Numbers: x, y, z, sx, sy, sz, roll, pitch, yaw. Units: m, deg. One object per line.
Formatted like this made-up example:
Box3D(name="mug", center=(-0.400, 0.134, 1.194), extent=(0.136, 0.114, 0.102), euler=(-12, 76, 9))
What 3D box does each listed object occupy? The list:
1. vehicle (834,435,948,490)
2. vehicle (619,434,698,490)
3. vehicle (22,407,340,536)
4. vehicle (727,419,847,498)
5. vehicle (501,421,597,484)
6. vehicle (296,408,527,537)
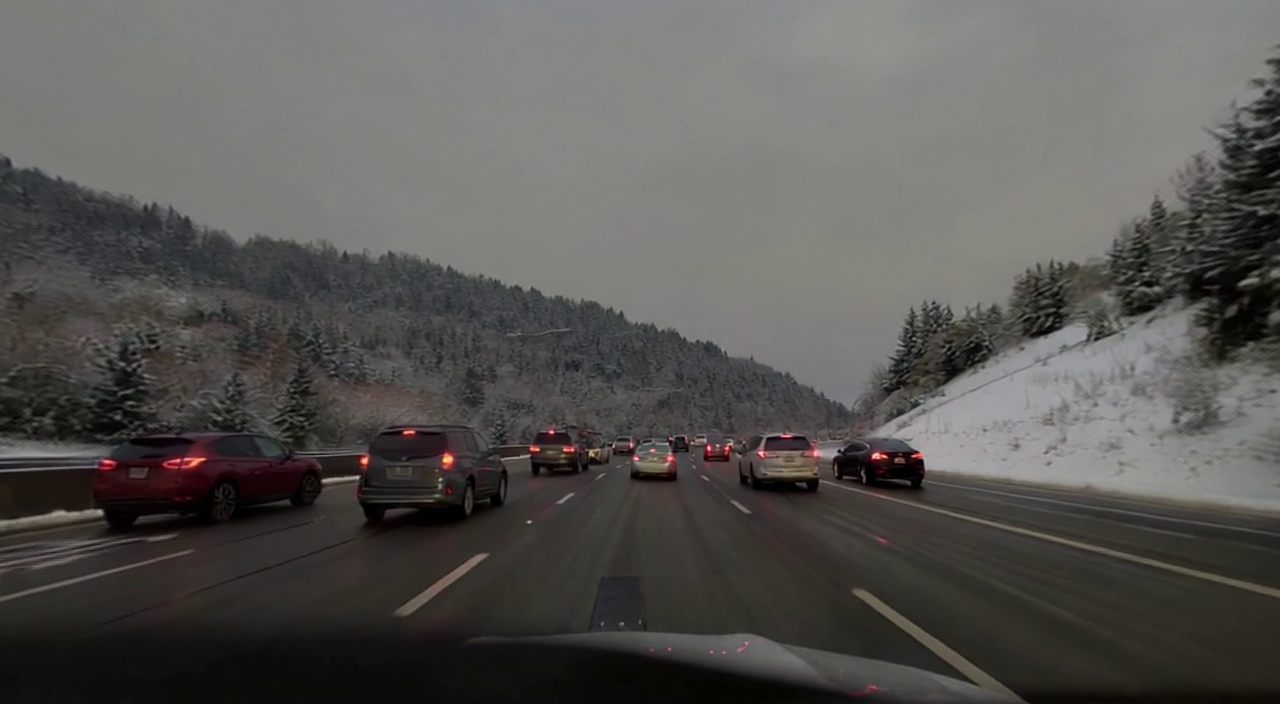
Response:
Box3D(name="vehicle", center=(7.475, 3.317, 19.277), extent=(1.846, 1.469, 4.166), euler=(0, -8, 1))
Box3D(name="vehicle", center=(0.539, 3.239, 18.992), extent=(2.105, 1.471, 4.349), euler=(0, -8, 2))
Box3D(name="vehicle", center=(-7.670, 2.034, 11.391), extent=(2.017, 1.810, 4.782), euler=(0, -8, 2))
Box3D(name="vehicle", center=(3.642, 2.730, 16.569), extent=(2.046, 1.765, 4.534), euler=(0, -8, 0))
Box3D(name="vehicle", center=(-2.986, 3.479, 22.120), extent=(2.301, 1.902, 5.374), euler=(-1, -8, 3))
Box3D(name="vehicle", center=(-3.470, 1.933, 10.722), extent=(2.179, 1.723, 4.410), euler=(0, -8, 1))
